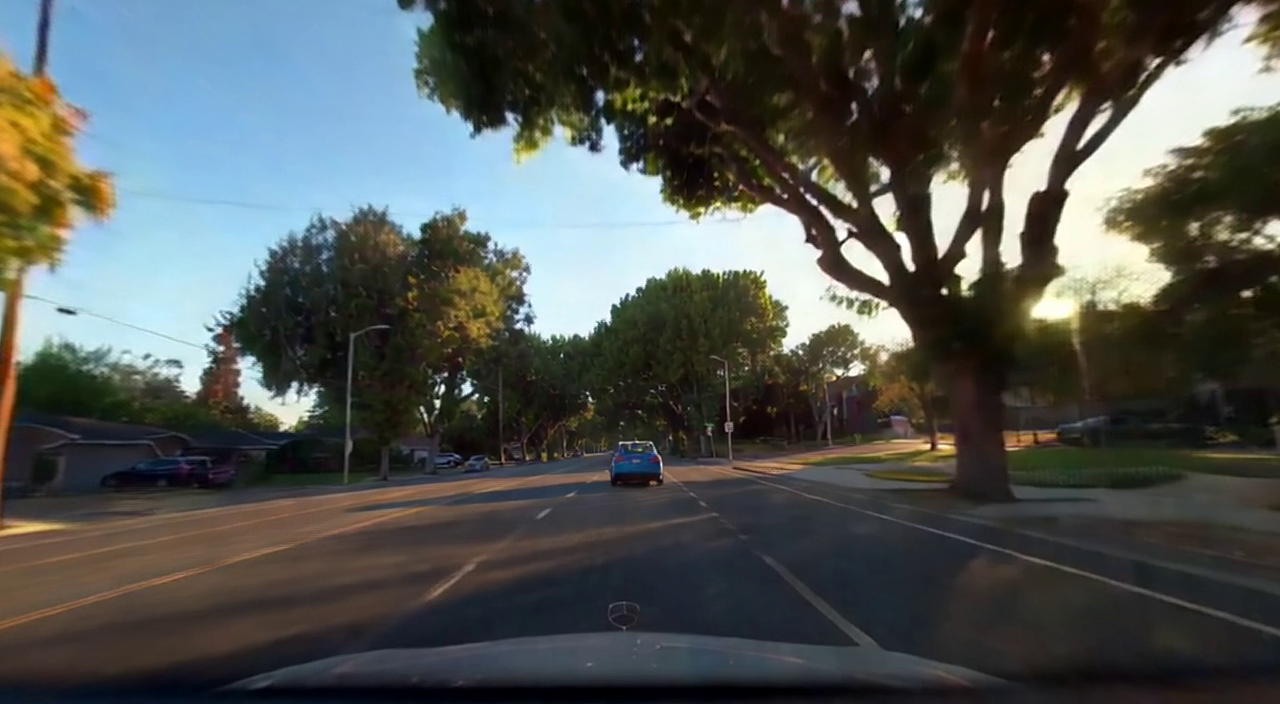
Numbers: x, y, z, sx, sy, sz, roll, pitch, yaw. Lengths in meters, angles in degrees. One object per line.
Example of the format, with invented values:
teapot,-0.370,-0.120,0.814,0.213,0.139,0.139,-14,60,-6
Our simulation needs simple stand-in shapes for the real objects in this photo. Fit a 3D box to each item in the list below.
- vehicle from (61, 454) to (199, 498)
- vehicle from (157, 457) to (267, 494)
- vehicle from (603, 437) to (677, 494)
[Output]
vehicle,-23.786,5.755,29.598,4.866,1.614,1.911,-4,-8,0
vehicle,-21.798,6.297,32.305,4.241,1.500,1.956,-4,-9,0
vehicle,-0.026,3.627,20.628,2.181,1.639,4.127,0,-9,-1
